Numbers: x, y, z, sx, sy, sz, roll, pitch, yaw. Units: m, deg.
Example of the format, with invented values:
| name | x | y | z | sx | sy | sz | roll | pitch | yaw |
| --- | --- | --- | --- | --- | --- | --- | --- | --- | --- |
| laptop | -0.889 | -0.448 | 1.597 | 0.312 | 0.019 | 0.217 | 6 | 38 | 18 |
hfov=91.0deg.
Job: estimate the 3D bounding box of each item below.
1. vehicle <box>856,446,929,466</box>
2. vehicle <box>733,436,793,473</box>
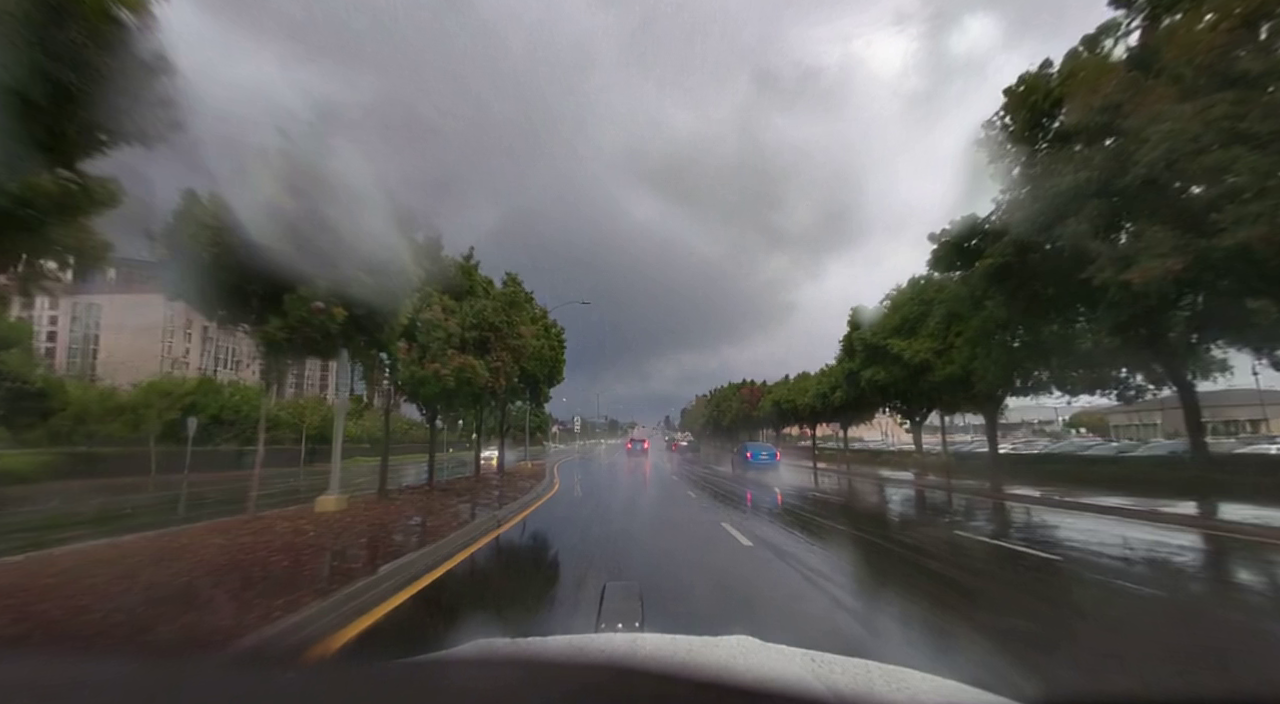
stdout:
| name | x | y | z | sx | sy | sz | roll | pitch | yaw |
| --- | --- | --- | --- | --- | --- | --- | --- | --- | --- |
| vehicle | 19.066 | 7.884 | 47.672 | 4.683 | 1.462 | 1.995 | 0 | -9 | -1 |
| vehicle | 6.564 | 5.542 | 34.206 | 2.136 | 1.799 | 4.796 | 0 | -9 | -2 |
